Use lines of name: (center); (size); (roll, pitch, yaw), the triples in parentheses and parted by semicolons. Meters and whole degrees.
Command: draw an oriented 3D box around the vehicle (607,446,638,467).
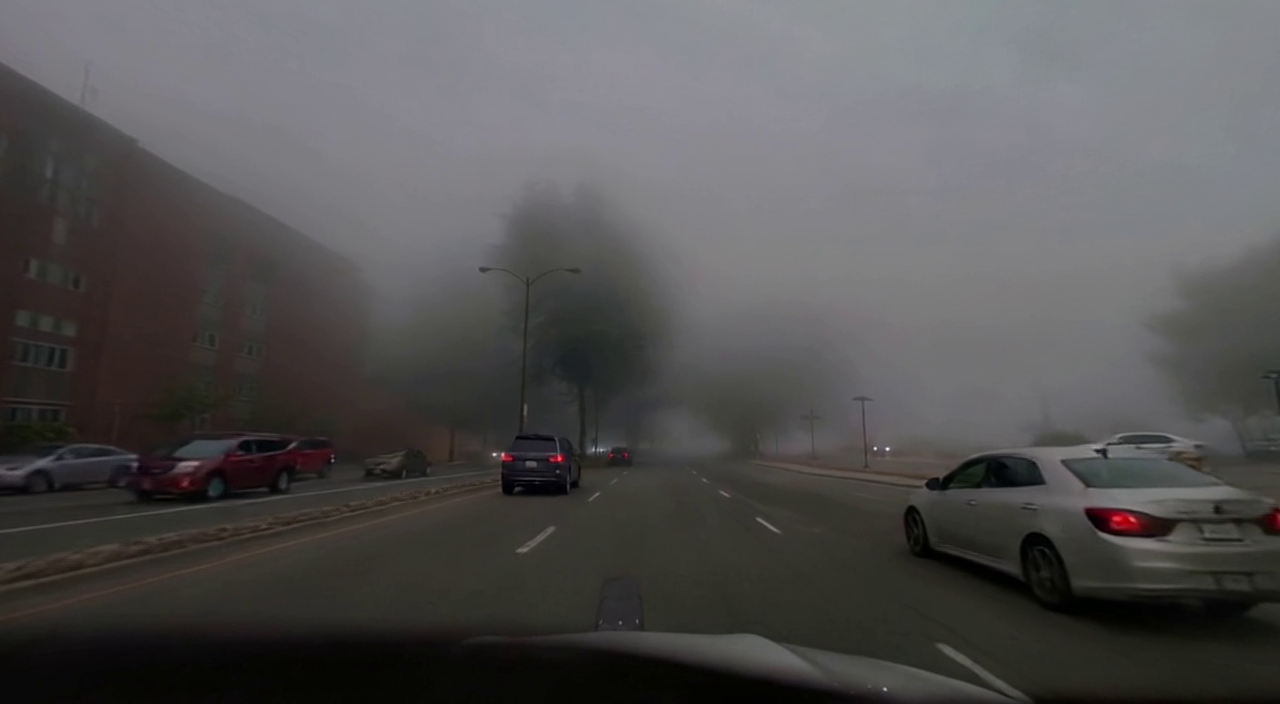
vehicle: (-1.317, 8.015, 48.596); (1.976, 1.571, 4.649); (-1, -9, 3)

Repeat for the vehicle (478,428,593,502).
vehicle: (-2.821, 3.233, 18.437); (2.305, 1.833, 4.912); (-1, -9, 3)

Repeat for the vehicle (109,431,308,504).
vehicle: (-11.535, 3.114, 17.428); (2.016, 1.710, 4.734); (0, -9, 2)

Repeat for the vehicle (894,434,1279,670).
vehicle: (4.398, 1.595, 6.232); (1.960, 1.471, 4.378); (0, -9, 0)

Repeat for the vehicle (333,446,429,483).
vehicle: (-11.109, 4.832, 27.567); (1.960, 1.451, 4.870); (0, -9, 2)

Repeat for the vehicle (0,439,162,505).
vehicle: (-15.301, 3.117, 16.825); (1.871, 1.515, 4.229); (0, -9, -1)
